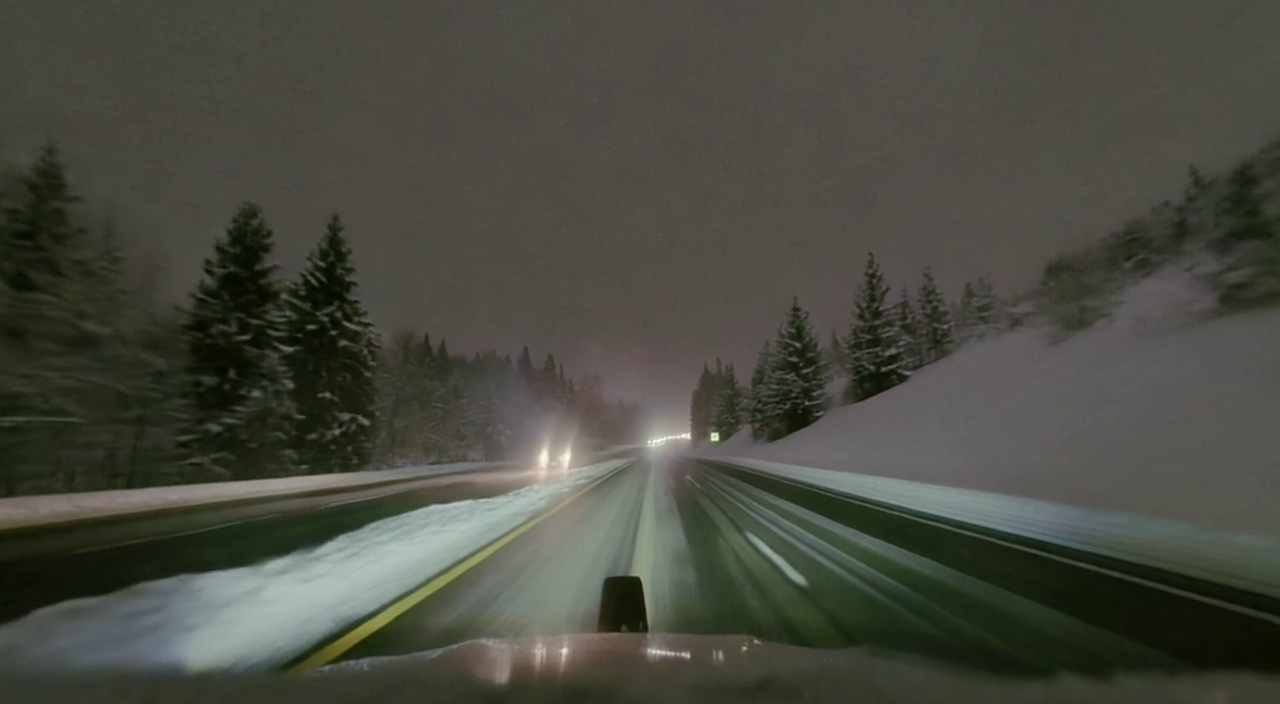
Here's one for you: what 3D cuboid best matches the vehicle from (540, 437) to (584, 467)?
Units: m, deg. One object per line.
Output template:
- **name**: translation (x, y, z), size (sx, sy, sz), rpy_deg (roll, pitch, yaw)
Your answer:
- **vehicle**: translation (-5.313, 6.872, 43.453), size (2.341, 1.910, 4.785), rpy_deg (0, -8, 1)
